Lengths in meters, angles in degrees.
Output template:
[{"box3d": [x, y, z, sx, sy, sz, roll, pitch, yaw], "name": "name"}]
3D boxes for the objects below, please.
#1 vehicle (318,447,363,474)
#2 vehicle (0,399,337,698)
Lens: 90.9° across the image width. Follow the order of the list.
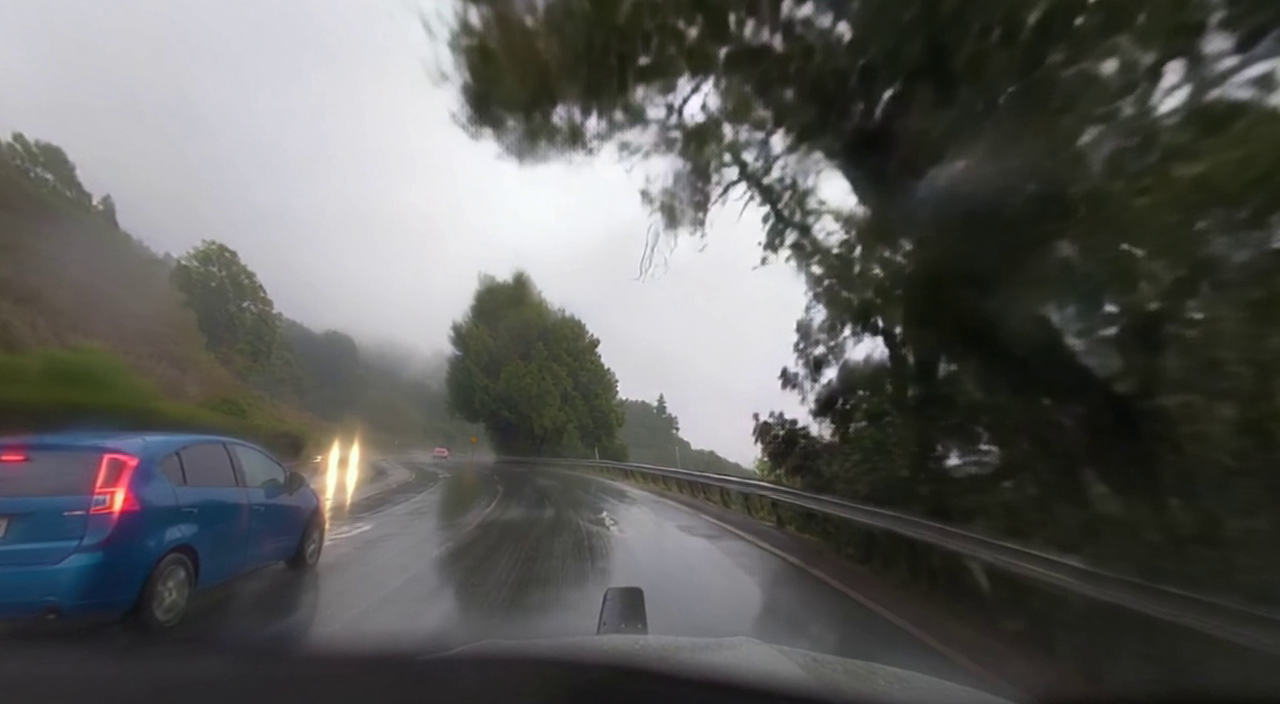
[{"box3d": [-18.535, 6.727, 39.114, 2.032, 1.557, 4.151, 3, -10, -19], "name": "vehicle"}, {"box3d": [-4.503, 1.372, 5.386, 2.078, 1.607, 3.959, 0, -9, -5], "name": "vehicle"}]
